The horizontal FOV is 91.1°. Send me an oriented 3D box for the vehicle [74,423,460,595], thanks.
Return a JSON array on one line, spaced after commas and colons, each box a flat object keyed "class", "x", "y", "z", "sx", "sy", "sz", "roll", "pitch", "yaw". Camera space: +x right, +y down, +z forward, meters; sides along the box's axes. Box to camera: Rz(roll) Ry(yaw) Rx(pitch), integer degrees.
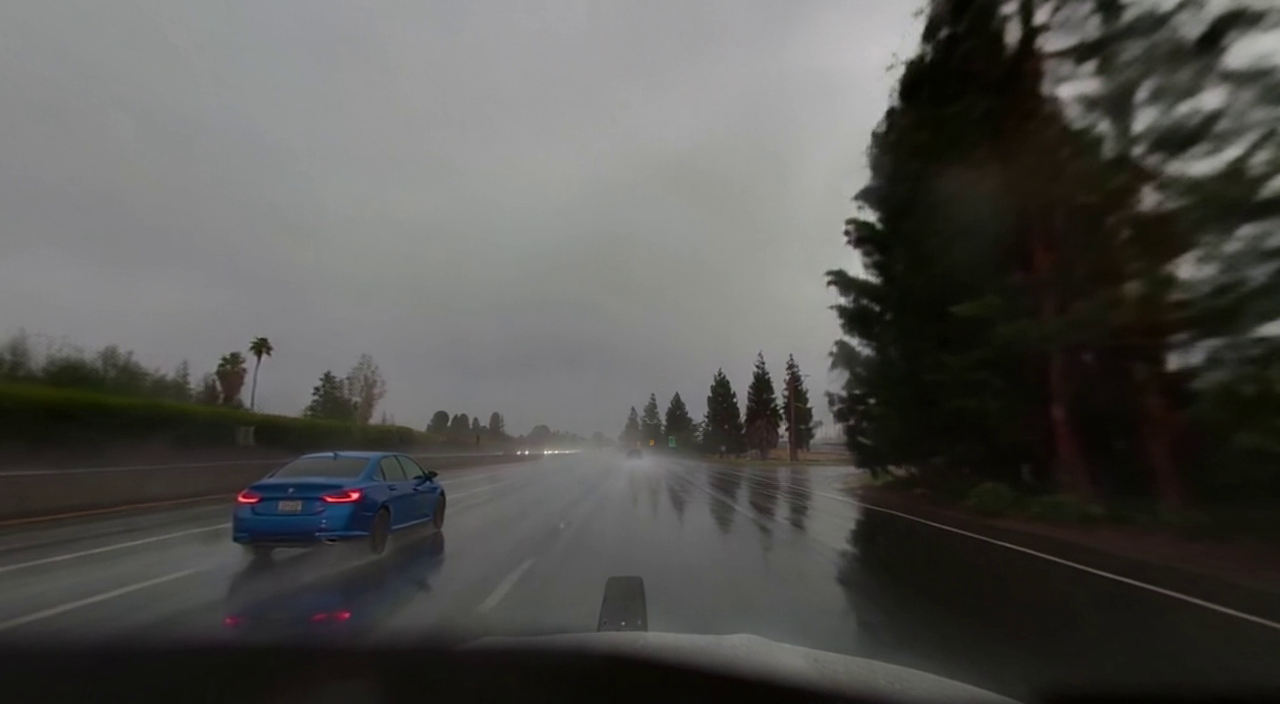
[{"class": "vehicle", "x": -4.113, "y": 1.789, "z": 8.189, "sx": 2.092, "sy": 1.562, "sz": 4.748, "roll": 0, "pitch": -8, "yaw": 0}]
